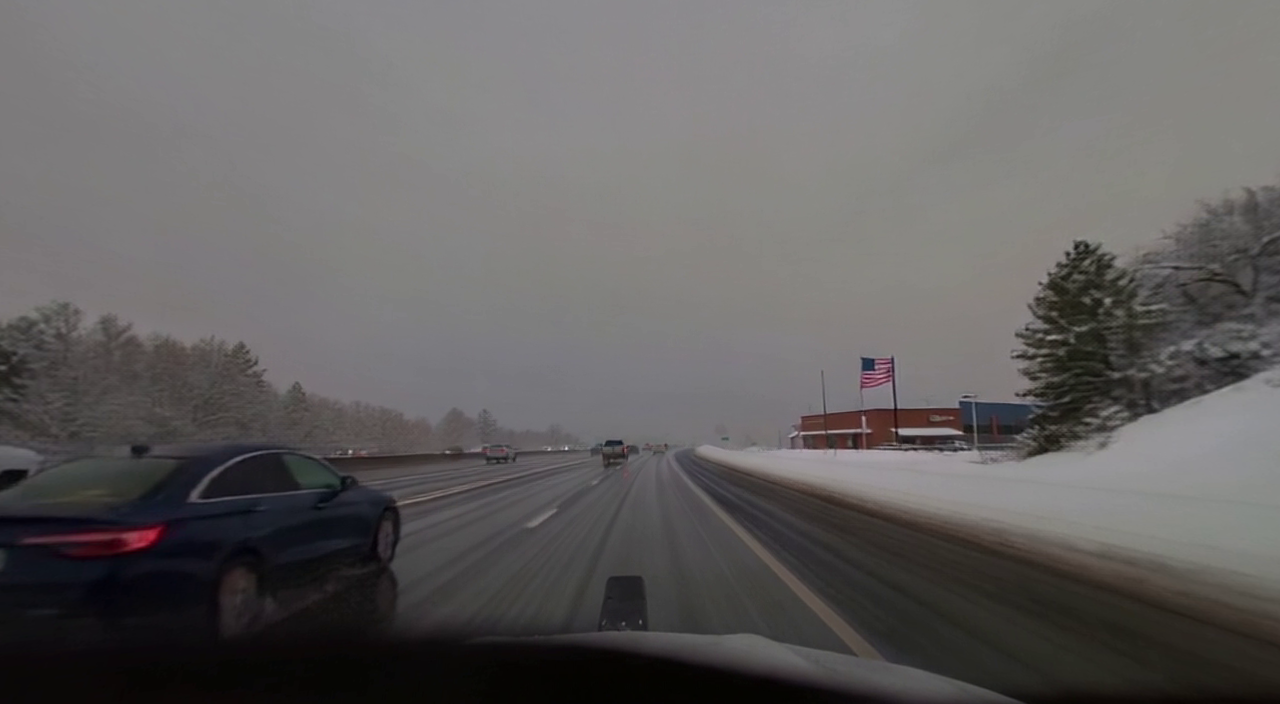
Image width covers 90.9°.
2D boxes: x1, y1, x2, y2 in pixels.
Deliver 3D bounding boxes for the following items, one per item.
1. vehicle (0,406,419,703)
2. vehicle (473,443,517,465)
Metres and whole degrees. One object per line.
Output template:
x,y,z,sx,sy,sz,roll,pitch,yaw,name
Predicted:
-3.477,1.301,4.991,1.896,1.491,4.146,0,-8,1,vehicle
-10.228,7.202,44.792,1.927,1.454,4.395,-1,-8,3,vehicle
